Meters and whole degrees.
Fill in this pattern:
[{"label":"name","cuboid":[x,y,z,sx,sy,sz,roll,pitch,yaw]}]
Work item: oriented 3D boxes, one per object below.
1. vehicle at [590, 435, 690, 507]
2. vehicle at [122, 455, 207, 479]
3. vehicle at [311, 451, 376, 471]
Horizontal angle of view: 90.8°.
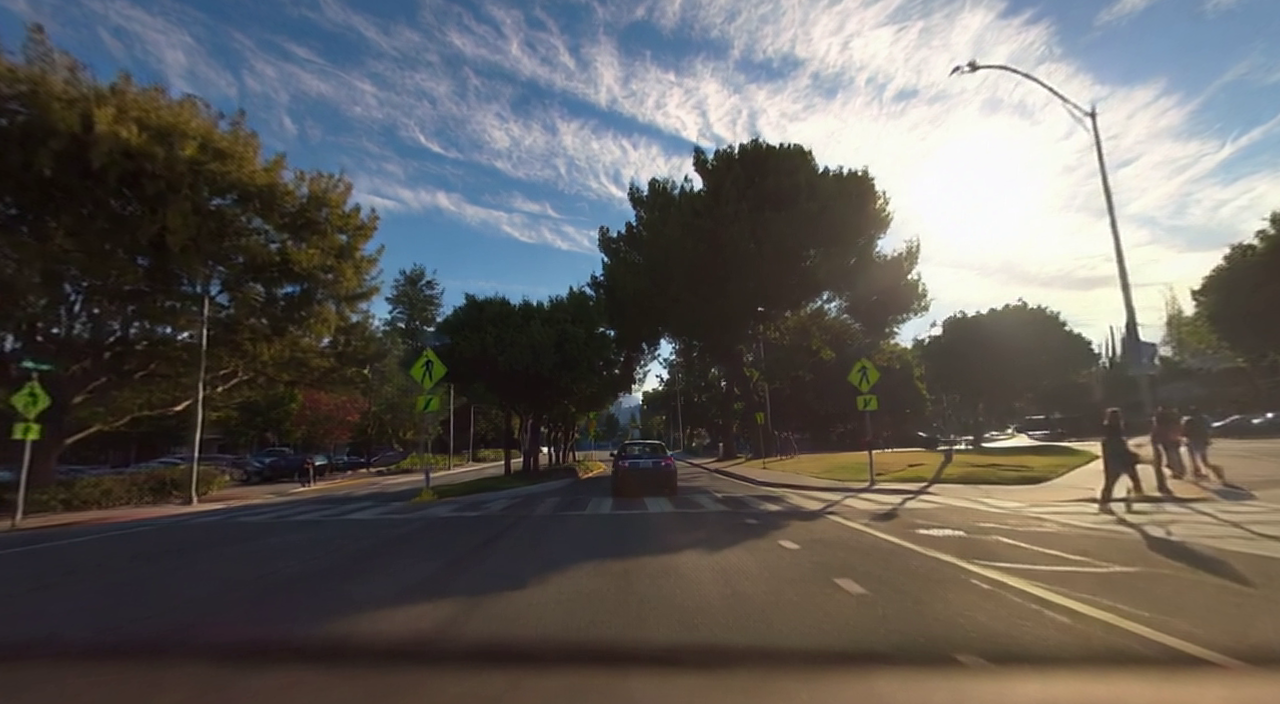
[{"label":"vehicle","cuboid":[-0.074,3.000,16.393,2.221,1.570,4.398,0,-9,-2]},{"label":"vehicle","cuboid":[-35.670,8.607,47.466,4.466,1.619,2.319,-1,-8,-1]},{"label":"vehicle","cuboid":[-23.101,8.494,49.301,4.038,1.531,2.015,1,-9,-3]}]
